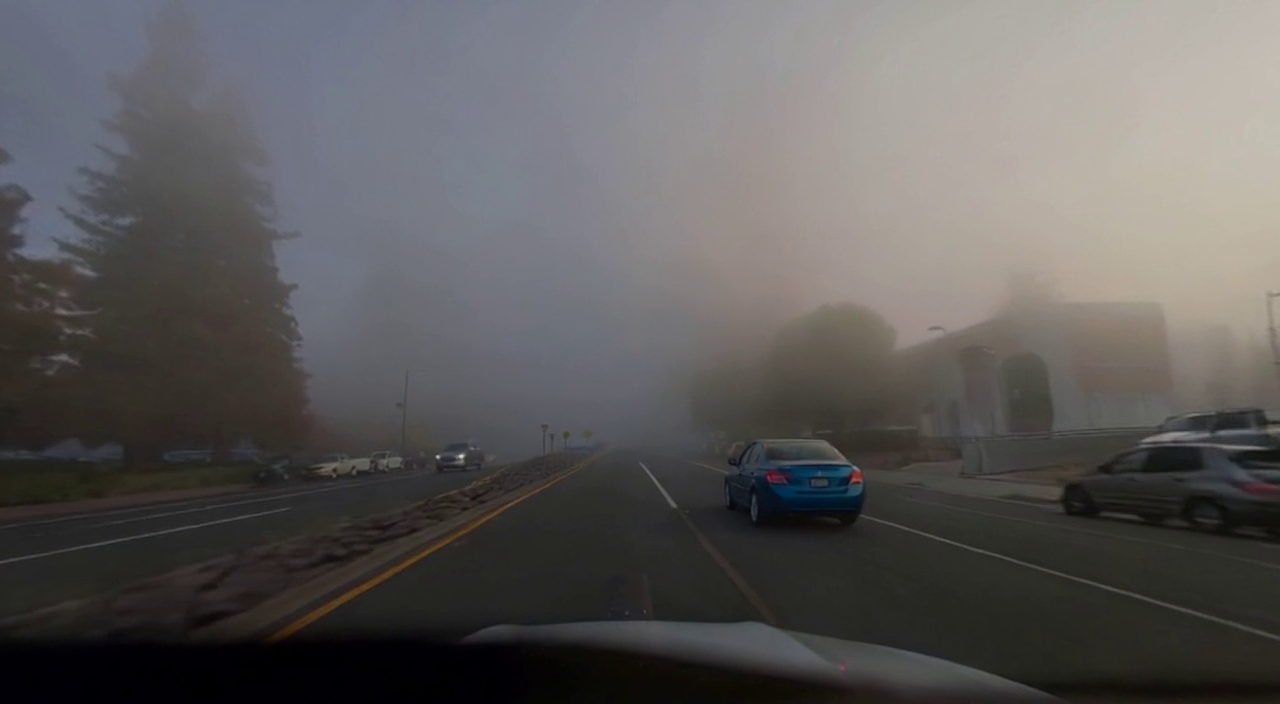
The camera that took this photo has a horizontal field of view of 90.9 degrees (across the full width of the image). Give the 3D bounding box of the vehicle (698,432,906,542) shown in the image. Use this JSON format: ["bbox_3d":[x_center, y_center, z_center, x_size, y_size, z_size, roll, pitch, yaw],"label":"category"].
[{"bbox_3d":[2.372,2.133,10.679,2.141,1.443,4.499,0,-8,-3],"label":"vehicle"}]

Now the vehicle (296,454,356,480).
[{"bbox_3d":[-20.157,7.368,40.624,1.736,1.502,4.259,0,-8,-1],"label":"vehicle"}]

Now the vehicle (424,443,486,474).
[{"bbox_3d":[-9.861,5.697,34.010,1.990,1.496,4.598,0,-8,-1],"label":"vehicle"}]

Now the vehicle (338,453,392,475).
[{"bbox_3d":[-20.279,8.272,46.694,1.896,1.485,4.546,0,-8,1],"label":"vehicle"}]

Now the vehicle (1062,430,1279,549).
[{"bbox_3d":[9.057,1.997,9.711,2.037,1.500,4.205,0,-8,-2],"label":"vehicle"}]

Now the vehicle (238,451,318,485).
[{"bbox_3d":[-20.064,6.406,35.171,1.888,1.751,4.526,0,-8,-2],"label":"vehicle"}]
